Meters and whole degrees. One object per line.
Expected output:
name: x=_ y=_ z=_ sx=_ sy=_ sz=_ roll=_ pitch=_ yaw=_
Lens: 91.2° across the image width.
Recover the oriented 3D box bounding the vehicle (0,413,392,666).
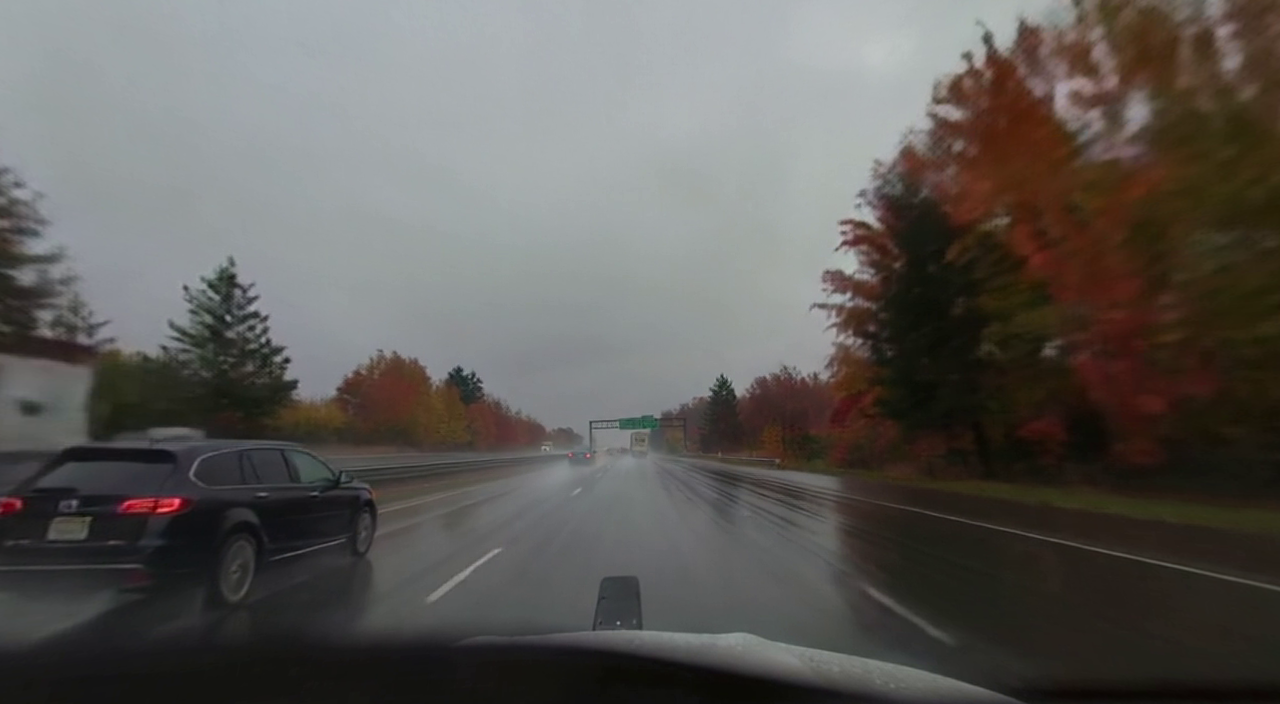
vehicle: x=-4.210 y=1.460 z=5.904 sx=2.071 sy=1.525 sz=4.058 roll=0 pitch=-9 yaw=0

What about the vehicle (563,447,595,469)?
vehicle: x=-4.358 y=7.632 z=45.392 sx=1.963 sy=1.475 sz=3.665 roll=0 pitch=-9 yaw=0
